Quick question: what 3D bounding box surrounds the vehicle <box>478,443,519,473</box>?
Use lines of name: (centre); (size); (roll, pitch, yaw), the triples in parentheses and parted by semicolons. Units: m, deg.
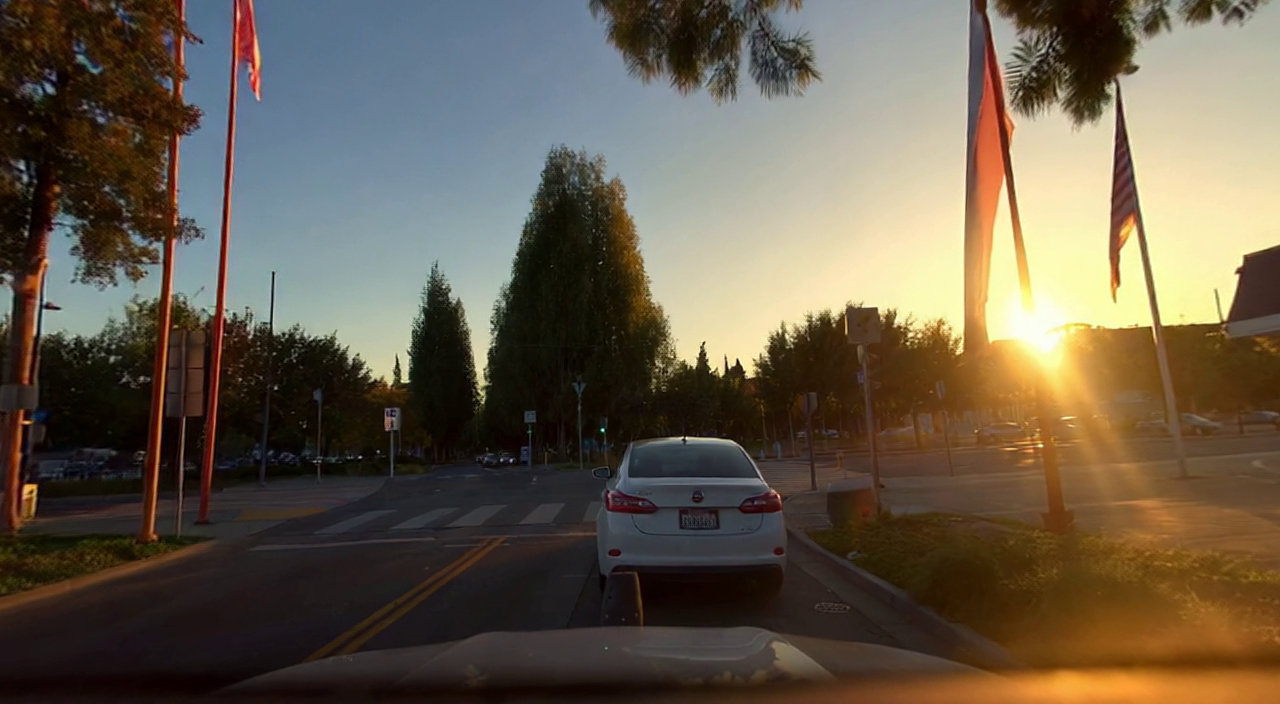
vehicle: (-9.988, 7.491, 44.747); (2.212, 1.948, 4.537); (0, -9, -5)

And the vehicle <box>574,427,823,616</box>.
vehicle: (0.375, 1.627, 6.903); (1.985, 1.463, 3.647); (0, -9, -3)
